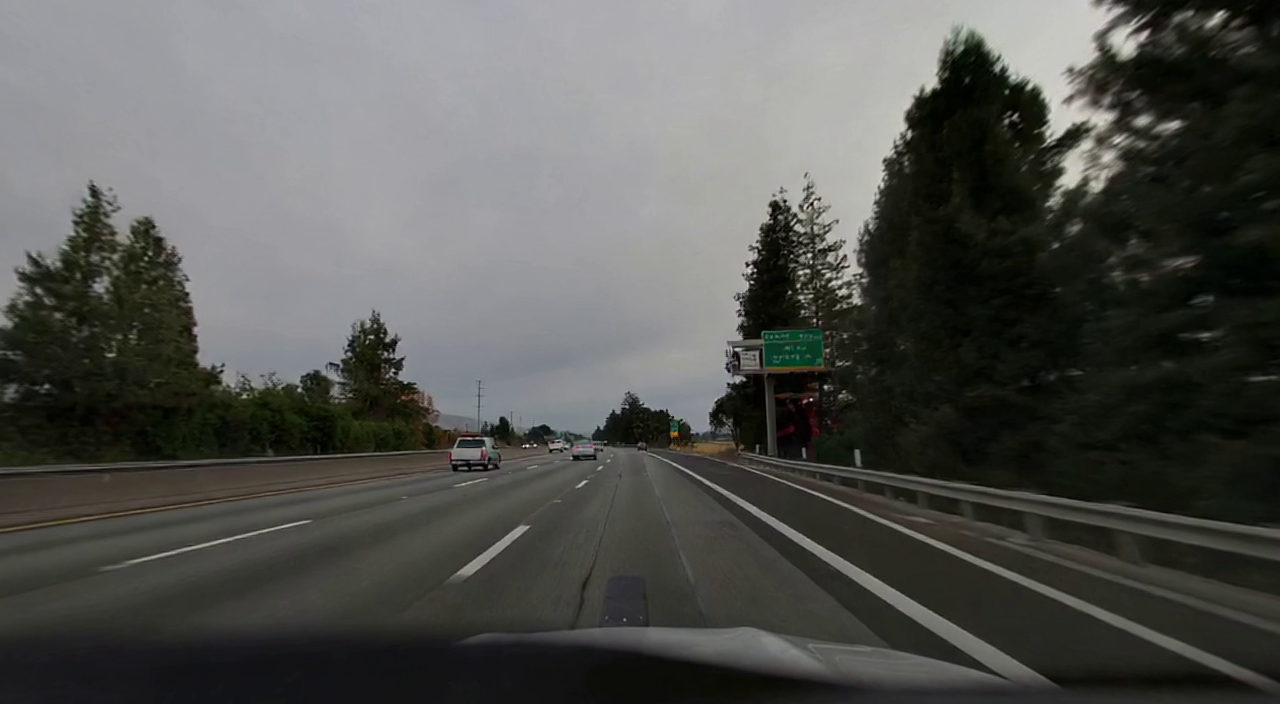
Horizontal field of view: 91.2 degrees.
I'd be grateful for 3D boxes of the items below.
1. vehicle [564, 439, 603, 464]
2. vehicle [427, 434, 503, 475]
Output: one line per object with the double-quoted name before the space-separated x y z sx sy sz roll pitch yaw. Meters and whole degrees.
"vehicle" -3.513 6.266 39.735 2.075 1.516 4.212 0 -8 0
"vehicle" -7.600 4.499 27.791 2.080 1.632 4.332 0 -8 0
